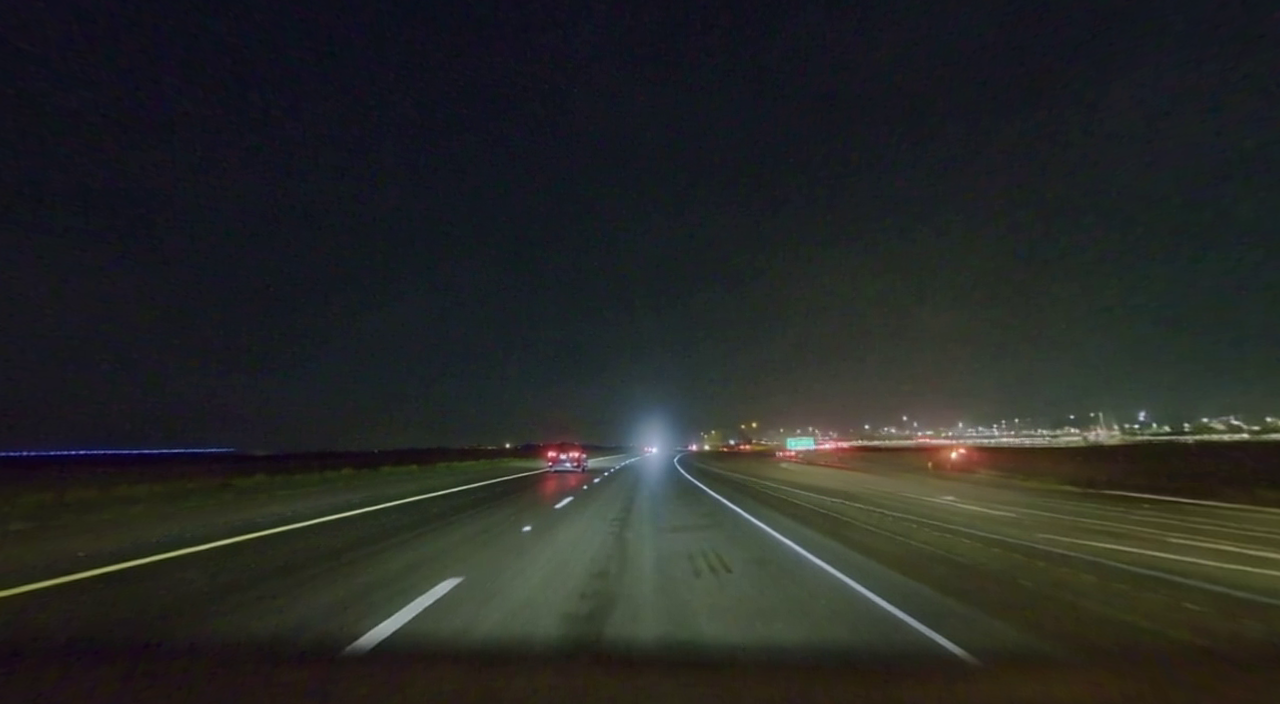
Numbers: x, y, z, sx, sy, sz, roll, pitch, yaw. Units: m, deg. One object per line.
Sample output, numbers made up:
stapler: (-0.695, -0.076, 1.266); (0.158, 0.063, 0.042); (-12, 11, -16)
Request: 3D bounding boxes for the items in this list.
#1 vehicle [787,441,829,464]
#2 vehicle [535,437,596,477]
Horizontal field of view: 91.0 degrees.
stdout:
vehicle: (12.213, 7.318, 45.896); (1.831, 1.574, 3.868); (0, -8, -2)
vehicle: (-3.468, 5.037, 30.462); (2.193, 1.771, 4.757); (0, -9, 2)
